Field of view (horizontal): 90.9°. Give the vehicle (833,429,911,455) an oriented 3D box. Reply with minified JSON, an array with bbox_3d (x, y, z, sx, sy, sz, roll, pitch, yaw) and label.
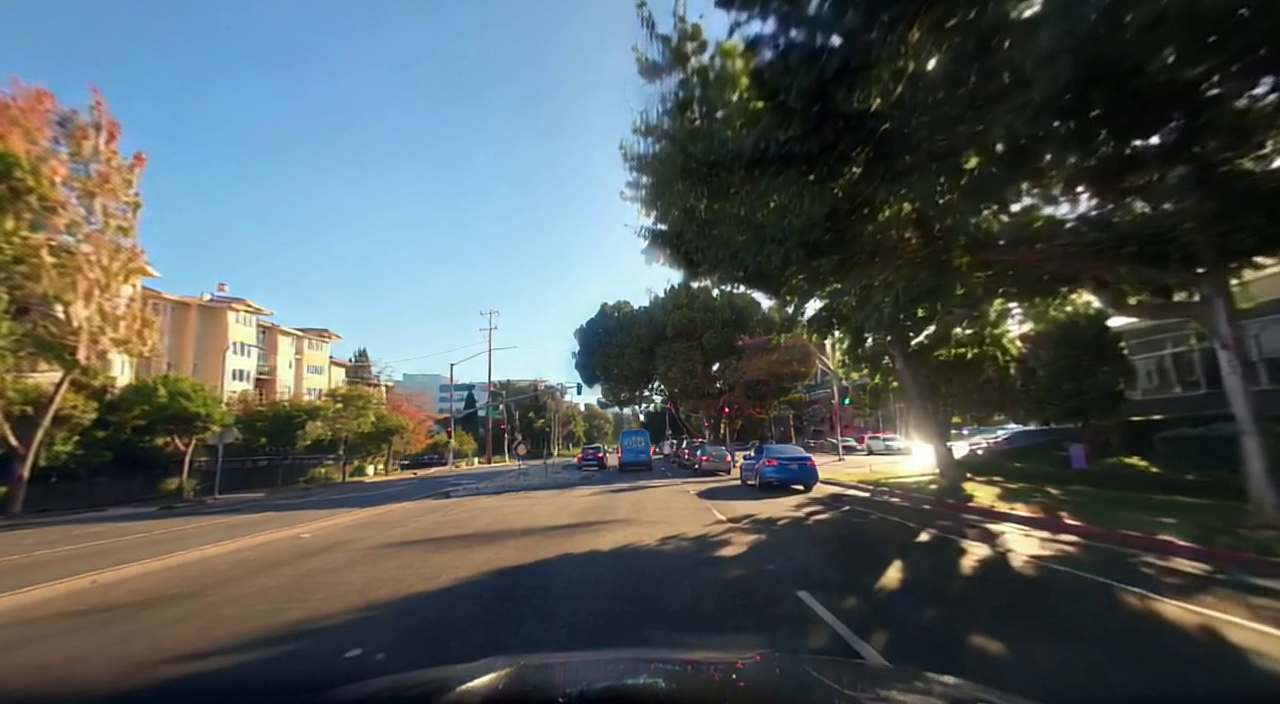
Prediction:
[{"bbox_3d":[16.668,6.511,45.405,4.842,1.792,1.963,0,-9,0],"label":"vehicle"}]

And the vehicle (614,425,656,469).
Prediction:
[{"bbox_3d":[-0.308,5.908,39.189,2.422,2.488,4.992,0,-9,0],"label":"vehicle"}]

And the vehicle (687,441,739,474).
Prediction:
[{"bbox_3d":[3.497,5.132,30.889,1.951,1.483,4.582,0,-9,-1],"label":"vehicle"}]

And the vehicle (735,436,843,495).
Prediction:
[{"bbox_3d":[4.192,3.289,18.628,1.967,1.506,4.968,0,-9,0],"label":"vehicle"}]
